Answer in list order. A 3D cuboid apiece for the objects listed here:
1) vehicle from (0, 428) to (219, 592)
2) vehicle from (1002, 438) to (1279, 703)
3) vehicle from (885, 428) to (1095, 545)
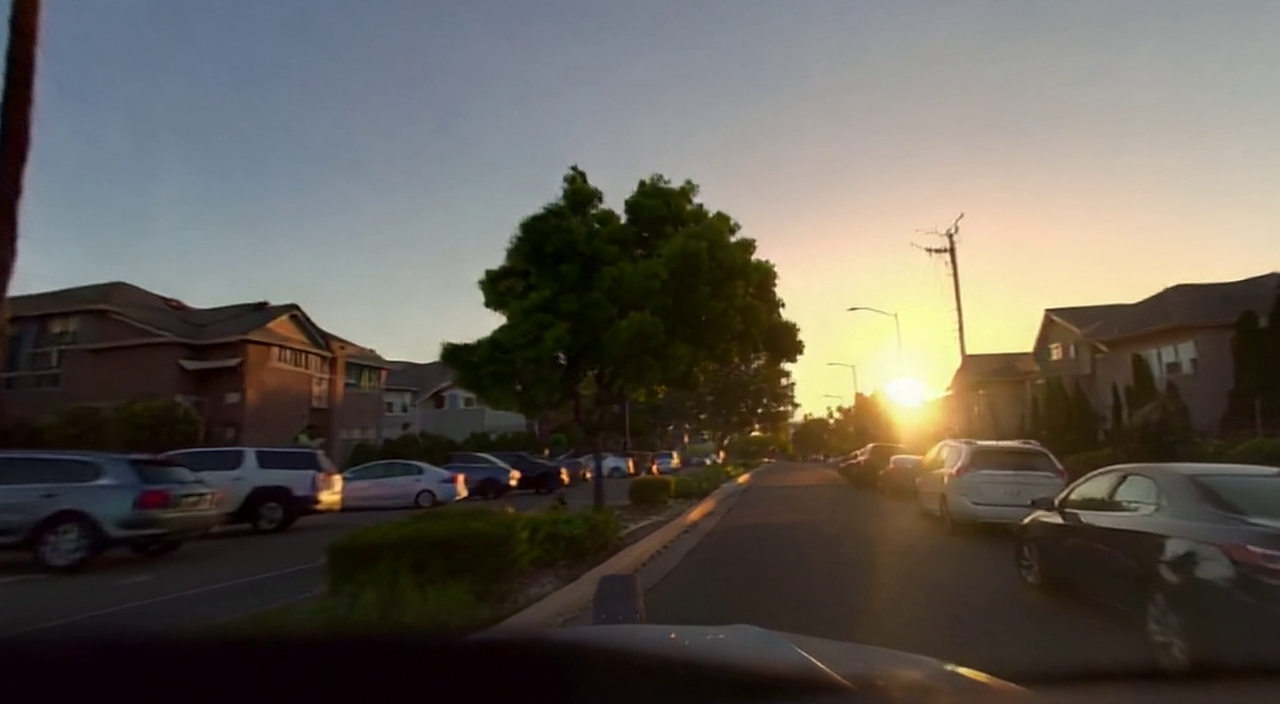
[{"bbox_3d":[-8.404,1.855,7.800,4.866,1.752,1.998,0,-8,-4],"label":"vehicle"},{"bbox_3d":[4.589,1.418,4.914,2.001,1.461,4.492,-3,-9,16],"label":"vehicle"},{"bbox_3d":[5.978,2.296,11.525,2.016,1.670,4.372,-2,-8,11],"label":"vehicle"}]
